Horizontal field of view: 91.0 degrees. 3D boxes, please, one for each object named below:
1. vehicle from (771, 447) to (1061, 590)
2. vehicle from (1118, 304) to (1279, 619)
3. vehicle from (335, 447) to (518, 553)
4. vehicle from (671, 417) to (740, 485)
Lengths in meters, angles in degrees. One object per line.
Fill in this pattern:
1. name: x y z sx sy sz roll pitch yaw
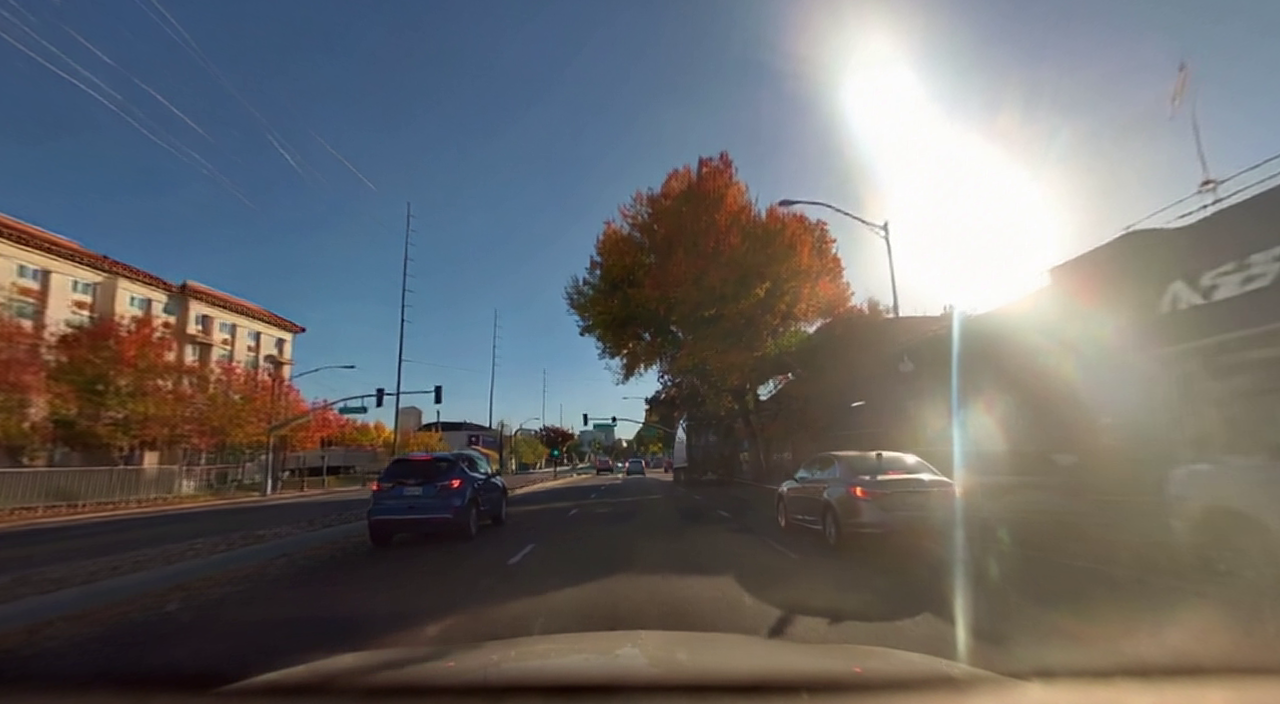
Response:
1. vehicle: 3.388 2.116 9.071 1.915 1.449 4.970 0 -9 0
2. vehicle: 6.851 0.780 4.389 2.483 2.707 5.496 0 -9 -2
3. vehicle: -3.598 2.538 11.589 1.751 1.540 4.481 0 -9 1
4. vehicle: 3.839 6.212 39.747 3.003 3.680 10.684 0 -9 -1
